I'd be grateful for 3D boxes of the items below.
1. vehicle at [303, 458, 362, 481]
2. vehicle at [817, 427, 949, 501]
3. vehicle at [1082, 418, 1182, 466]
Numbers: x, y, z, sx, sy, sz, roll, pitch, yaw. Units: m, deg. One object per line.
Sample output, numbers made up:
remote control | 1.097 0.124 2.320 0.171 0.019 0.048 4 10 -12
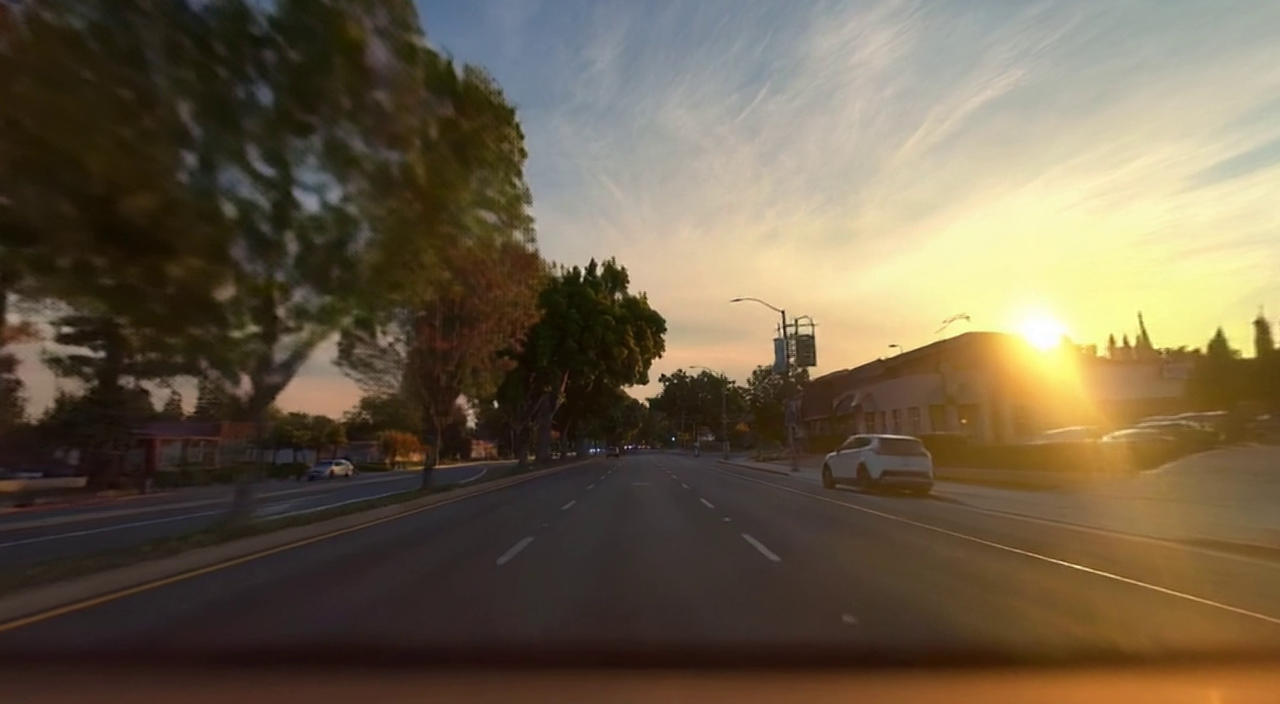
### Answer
vehicle | -22.285 8.523 46.088 1.164 1.469 6.173 0 -9 0
vehicle | 6.971 3.260 18.788 1.954 1.907 4.736 0 -9 -1
vehicle | 14.352 2.629 18.387 3.386 1.301 0.852 5 -10 -28
